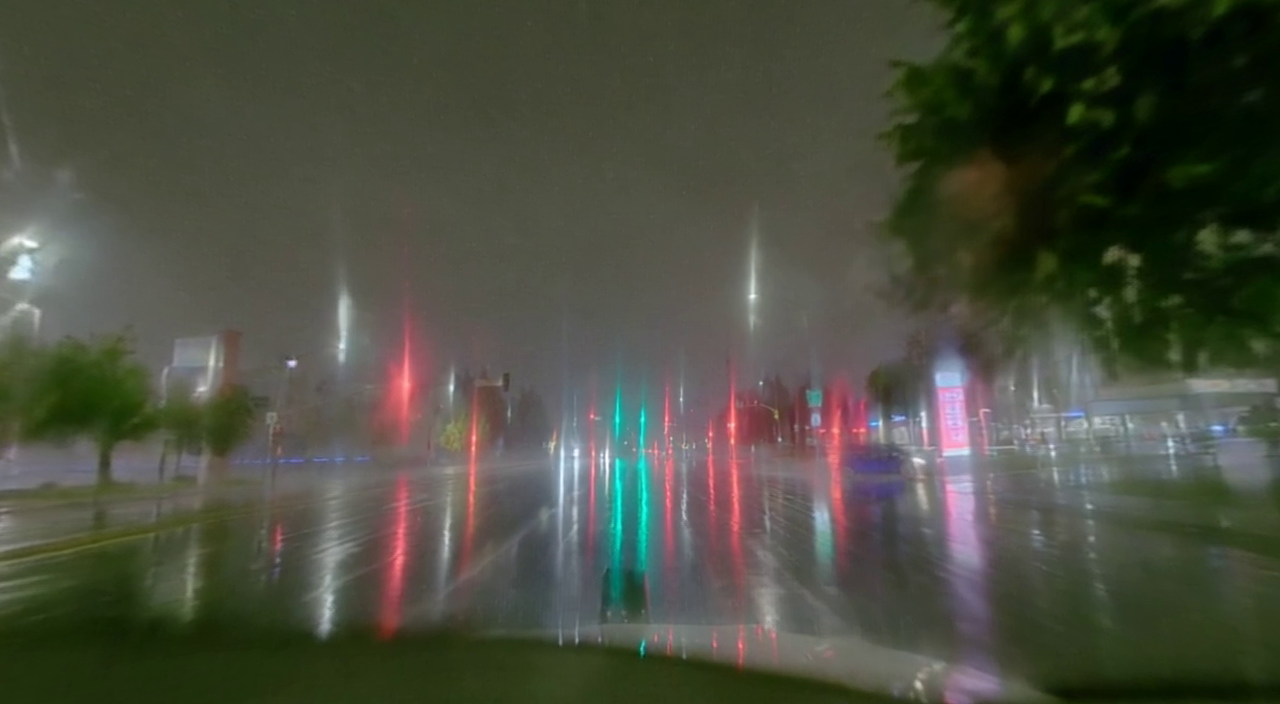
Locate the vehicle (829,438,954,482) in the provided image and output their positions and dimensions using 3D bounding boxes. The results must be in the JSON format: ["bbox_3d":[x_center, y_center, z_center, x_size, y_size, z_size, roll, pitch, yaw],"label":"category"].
[{"bbox_3d":[9.612,4.151,24.399,4.007,1.591,1.915,-1,-8,2],"label":"vehicle"}]
